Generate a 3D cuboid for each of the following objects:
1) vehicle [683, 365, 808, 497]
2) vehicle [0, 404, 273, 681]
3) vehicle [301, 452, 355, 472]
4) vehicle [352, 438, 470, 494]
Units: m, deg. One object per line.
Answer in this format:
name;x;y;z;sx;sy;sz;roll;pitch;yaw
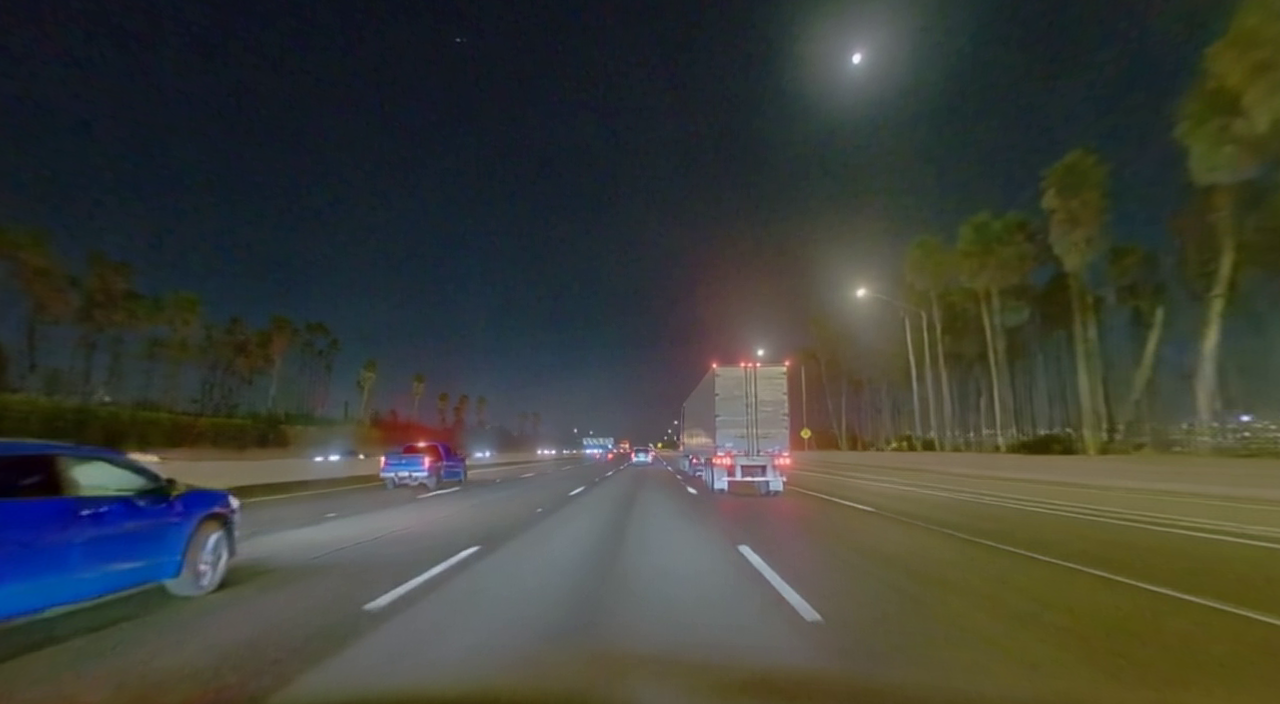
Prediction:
vehicle;3.837;3.686;27.930;2.891;4.123;16.415;0;-9;1
vehicle;-4.651;1.141;3.982;2.120;1.537;4.139;0;-9;0
vehicle;-24.407;8.596;49.424;1.805;1.469;4.586;0;-9;2
vehicle;-7.890;3.980;22.371;2.264;1.728;4.940;0;-9;1
